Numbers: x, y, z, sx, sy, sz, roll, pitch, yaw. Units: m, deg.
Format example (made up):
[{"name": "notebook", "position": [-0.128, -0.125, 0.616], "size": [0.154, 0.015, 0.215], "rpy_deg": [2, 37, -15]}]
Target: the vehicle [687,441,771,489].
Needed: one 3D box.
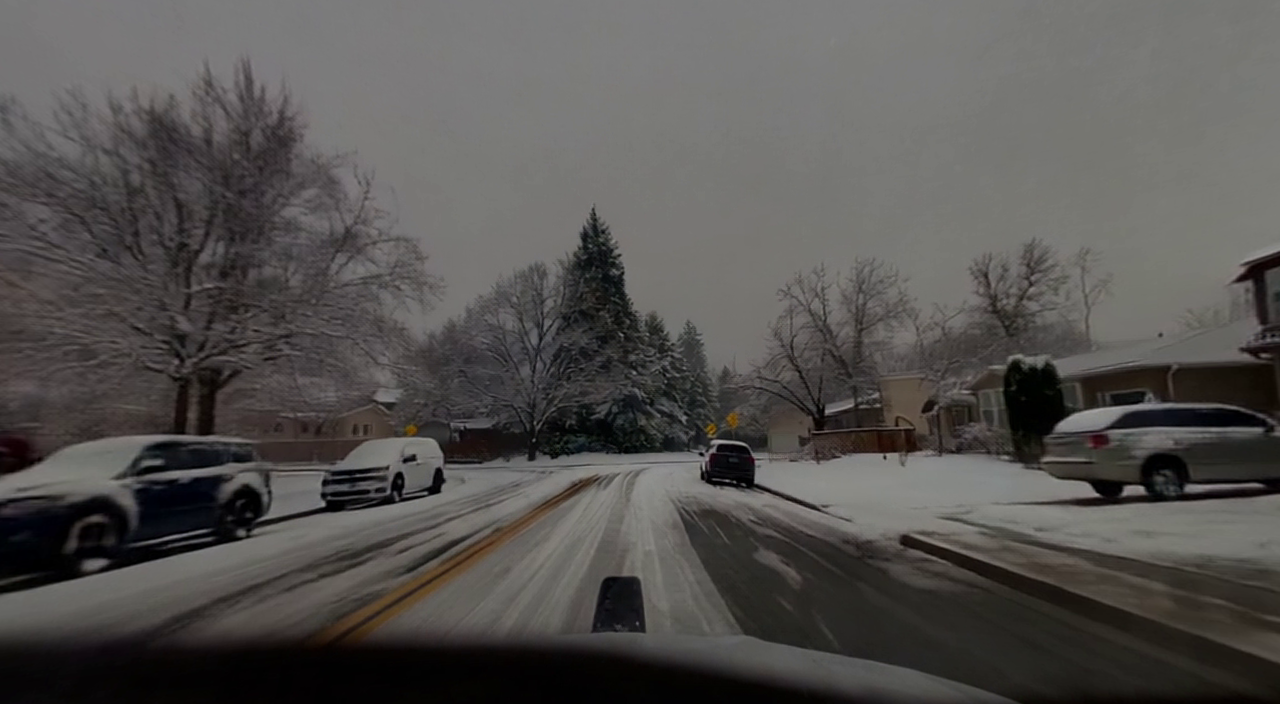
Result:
[{"name": "vehicle", "position": [2.971, 3.896, 22.116], "size": [2.167, 1.479, 4.597], "rpy_deg": [0, -9, -1]}]

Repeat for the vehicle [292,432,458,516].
[{"name": "vehicle", "position": [-6.935, 3.227, 17.447], "size": [2.225, 1.817, 5.731], "rpy_deg": [-2, -8, -1]}]

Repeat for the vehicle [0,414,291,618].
[{"name": "vehicle", "position": [-6.796, 1.801, 7.967], "size": [2.208, 1.797, 4.559], "rpy_deg": [0, -9, -1]}]
